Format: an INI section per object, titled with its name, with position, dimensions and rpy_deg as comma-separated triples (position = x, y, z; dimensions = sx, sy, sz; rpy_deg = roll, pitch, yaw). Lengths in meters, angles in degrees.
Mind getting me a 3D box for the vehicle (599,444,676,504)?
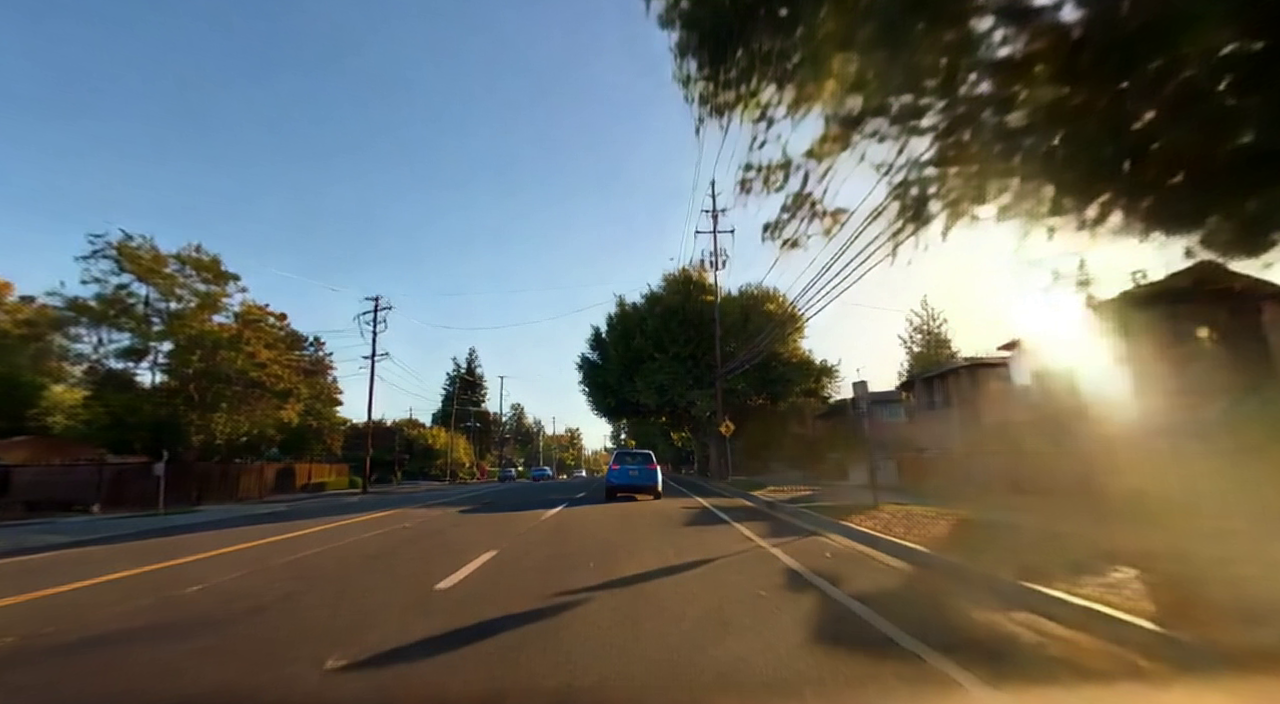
[vehicle]
position = -0.086, 3.761, 19.948
dimensions = 2.200, 1.653, 4.127
rpy_deg = 0, -8, 0
